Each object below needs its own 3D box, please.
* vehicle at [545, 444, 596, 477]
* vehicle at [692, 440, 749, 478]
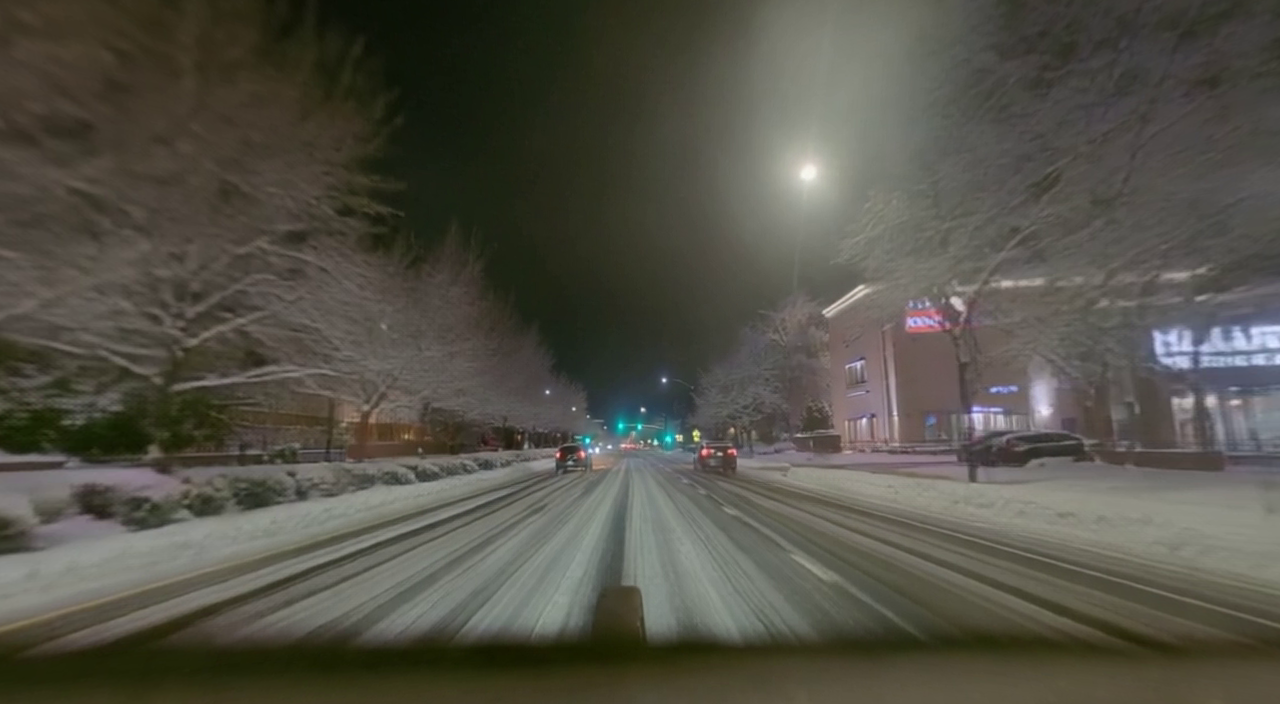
[{"bbox_3d":[-3.316,5.245,30.702,2.005,1.477,4.169,0,-9,0],"label":"vehicle"},{"bbox_3d":[3.899,5.263,31.282,2.083,1.743,4.354,0,-9,-2],"label":"vehicle"}]
